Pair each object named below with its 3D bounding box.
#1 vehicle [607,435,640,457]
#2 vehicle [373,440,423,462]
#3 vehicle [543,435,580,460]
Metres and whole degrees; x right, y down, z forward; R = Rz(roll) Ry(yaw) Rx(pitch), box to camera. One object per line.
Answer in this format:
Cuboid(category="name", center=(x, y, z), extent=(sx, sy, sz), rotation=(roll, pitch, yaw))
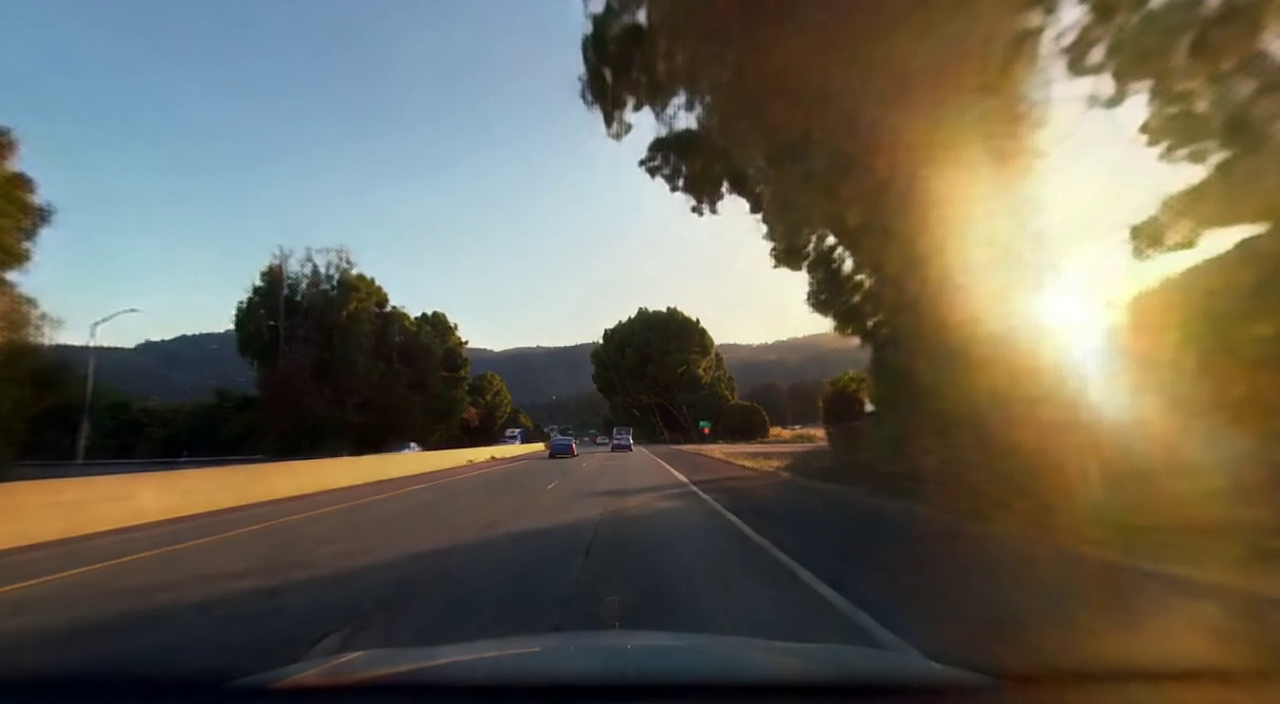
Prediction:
Cuboid(category="vehicle", center=(-1.107, 6.478, 43.645), extent=(2.162, 1.460, 4.242), rotation=(0, -8, -1))
Cuboid(category="vehicle", center=(-17.086, 6.970, 44.668), extent=(1.897, 1.479, 4.203), rotation=(0, -8, -1))
Cuboid(category="vehicle", center=(-4.906, 5.993, 39.748), extent=(1.907, 1.445, 4.049), rotation=(0, -8, -2))
